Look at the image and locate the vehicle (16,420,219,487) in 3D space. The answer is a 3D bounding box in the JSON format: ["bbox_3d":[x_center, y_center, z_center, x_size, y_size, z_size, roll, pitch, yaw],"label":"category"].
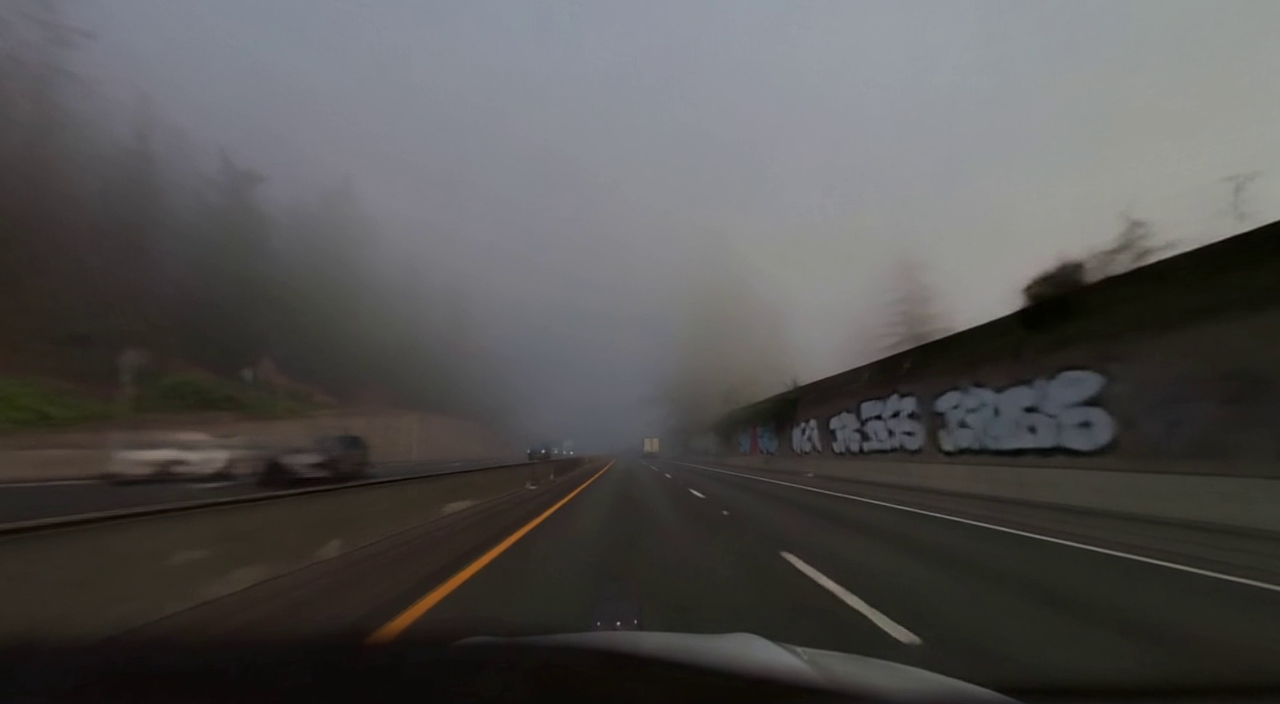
[{"bbox_3d":[-13.757,2.720,16.913,1.921,1.551,4.132,0,-9,-1],"label":"vehicle"}]

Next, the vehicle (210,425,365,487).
[{"bbox_3d":[-9.309,2.791,16.969,1.955,1.465,3.791,0,-9,0],"label":"vehicle"}]
